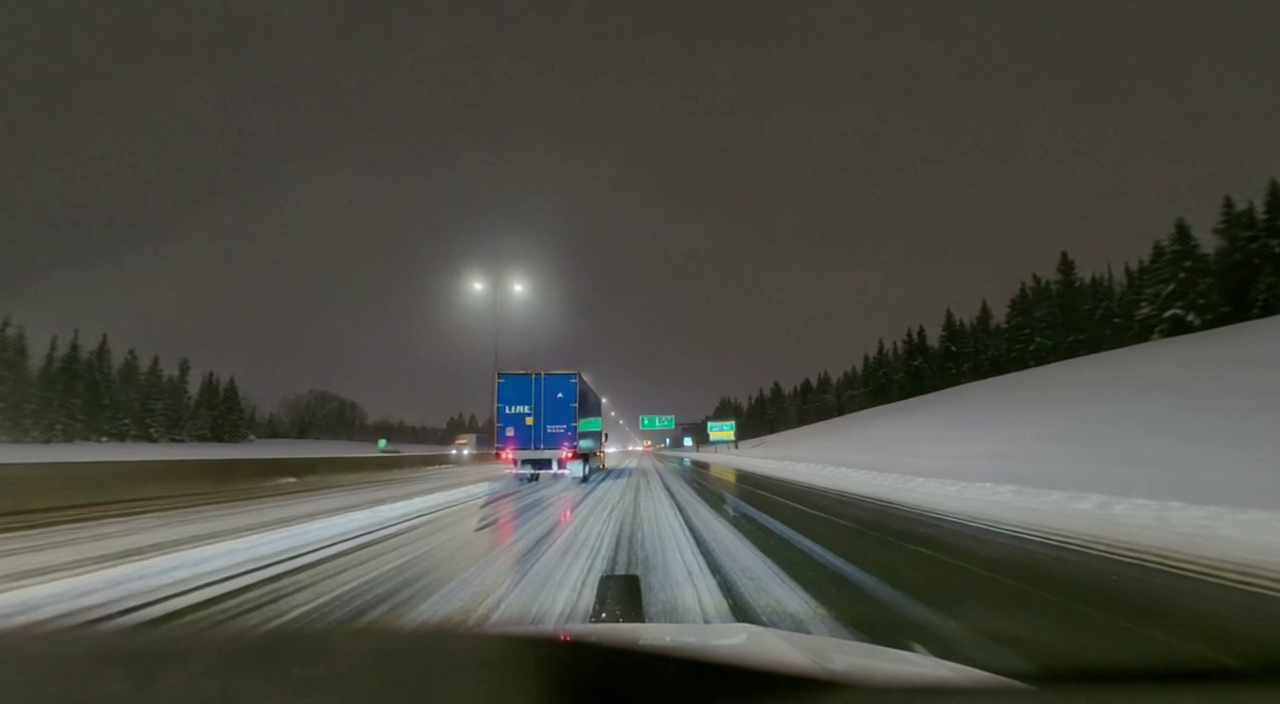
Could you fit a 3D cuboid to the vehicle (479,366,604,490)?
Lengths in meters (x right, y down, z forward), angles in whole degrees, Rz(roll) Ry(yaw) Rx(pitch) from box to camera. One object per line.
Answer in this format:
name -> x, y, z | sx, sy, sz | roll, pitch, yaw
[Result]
vehicle -> -3.460, 3.258, 25.709 | 3.059, 3.956, 11.036 | 0, -9, 1
